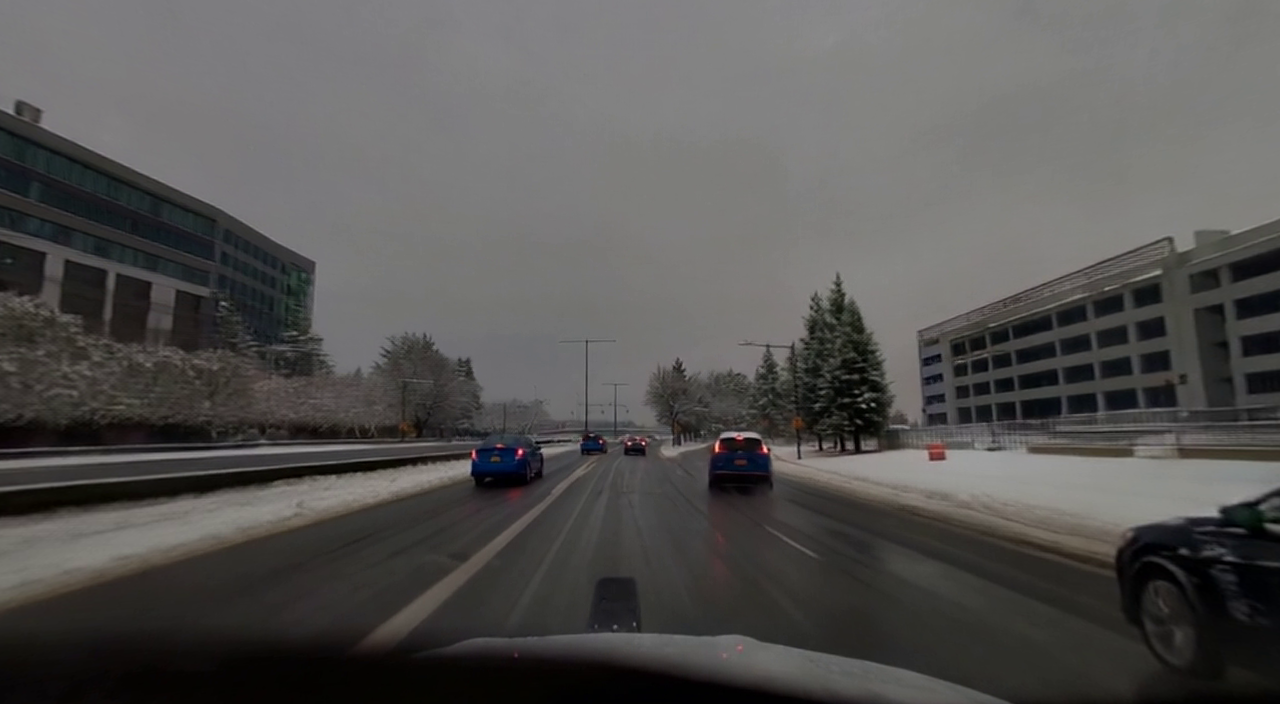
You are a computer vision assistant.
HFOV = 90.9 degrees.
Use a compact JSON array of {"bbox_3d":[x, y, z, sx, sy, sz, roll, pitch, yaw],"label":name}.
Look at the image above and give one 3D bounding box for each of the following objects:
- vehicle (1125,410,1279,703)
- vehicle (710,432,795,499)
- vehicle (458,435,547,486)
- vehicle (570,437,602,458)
[{"bbox_3d":[3.721,0.847,1.662,1.784,1.471,3.935,0,-8,1],"label":"vehicle"},{"bbox_3d":[2.805,2.865,16.387,1.913,1.499,3.581,-1,-8,7],"label":"vehicle"},{"bbox_3d":[-4.202,3.353,19.895,1.848,1.406,4.013,0,-8,1],"label":"vehicle"},{"bbox_3d":[-4.046,7.212,47.701,1.888,1.486,4.310,0,-8,1],"label":"vehicle"}]
